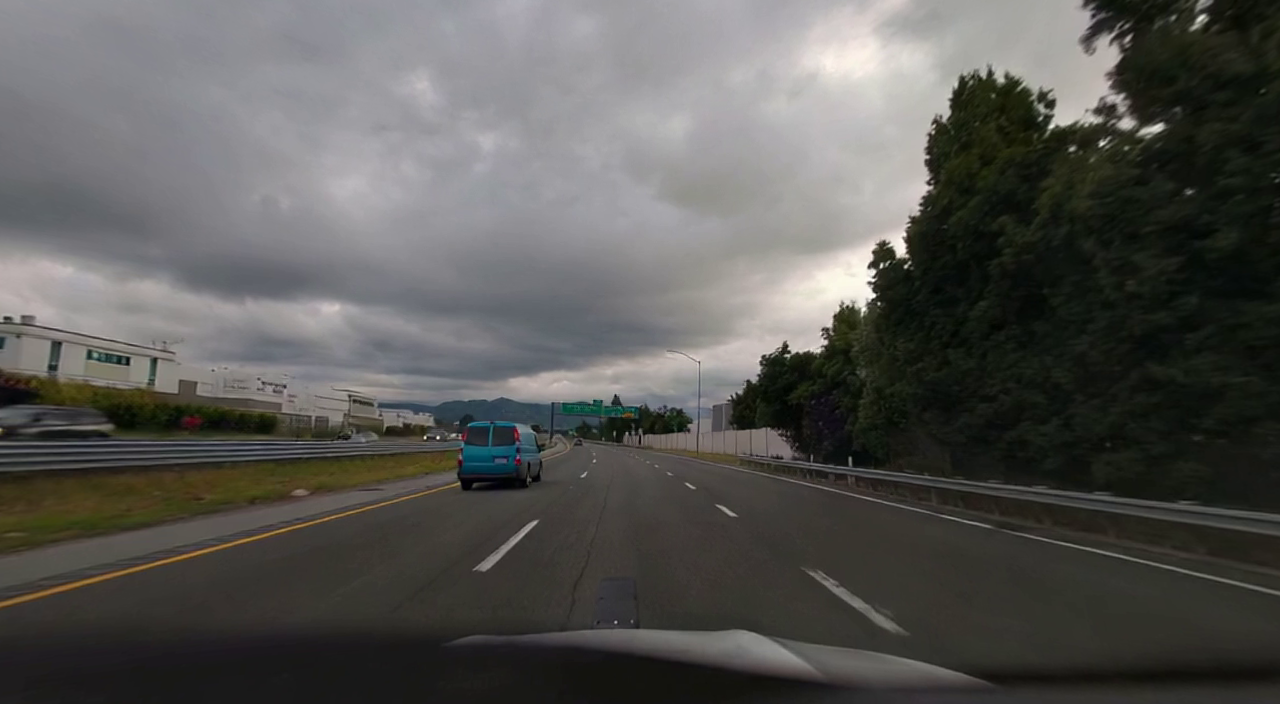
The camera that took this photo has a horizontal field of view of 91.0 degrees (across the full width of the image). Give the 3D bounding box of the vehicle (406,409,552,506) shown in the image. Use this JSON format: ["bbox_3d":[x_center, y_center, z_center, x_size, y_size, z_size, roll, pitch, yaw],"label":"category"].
[{"bbox_3d":[-3.534,2.433,14.920,2.260,1.901,4.665,0,-8,0],"label":"vehicle"}]

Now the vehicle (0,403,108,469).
[{"bbox_3d":[-15.355,2.046,15.209,1.685,1.464,3.855,0,-8,-2],"label":"vehicle"}]
